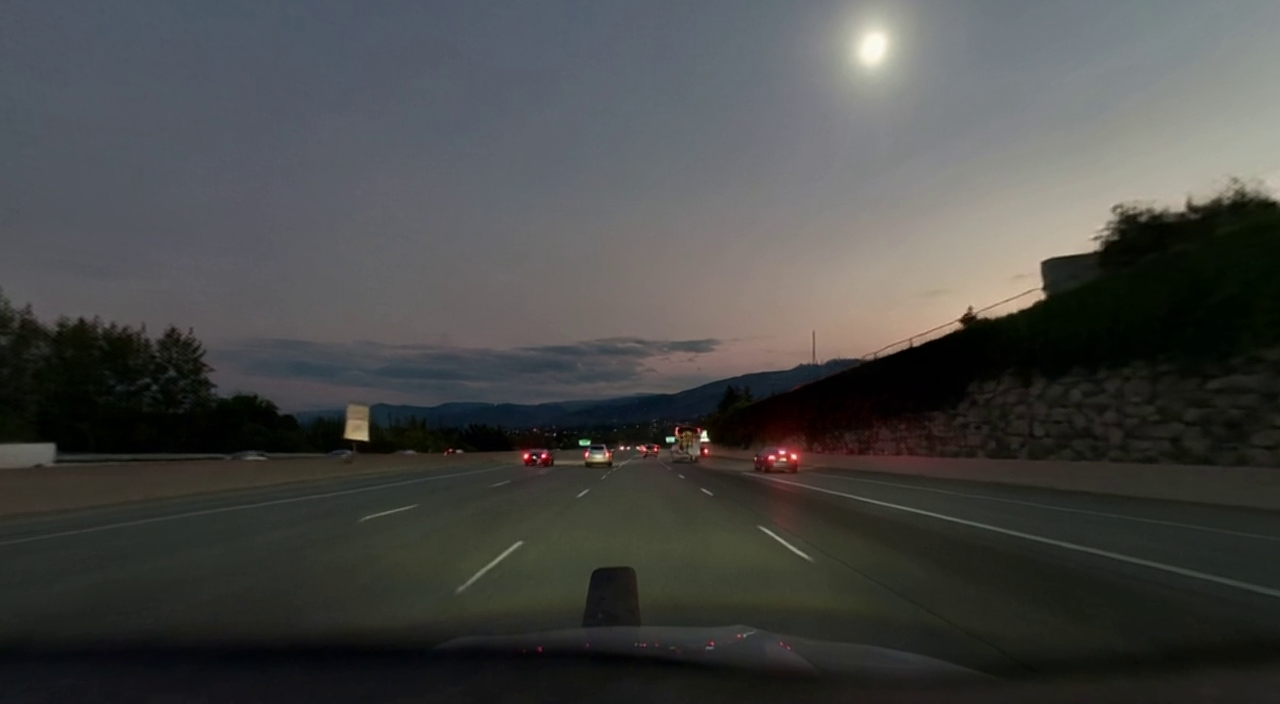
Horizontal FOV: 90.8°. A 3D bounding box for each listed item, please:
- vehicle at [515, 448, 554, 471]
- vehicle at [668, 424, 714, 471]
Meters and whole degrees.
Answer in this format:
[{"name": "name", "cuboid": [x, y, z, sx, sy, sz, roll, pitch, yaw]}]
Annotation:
[{"name": "vehicle", "cuboid": [-7.620, 7.807, 46.049, 2.102, 1.522, 4.394, 0, -8, 0]}, {"name": "vehicle", "cuboid": [3.689, 7.162, 47.502, 2.795, 3.187, 7.205, 0, -8, 0]}]
